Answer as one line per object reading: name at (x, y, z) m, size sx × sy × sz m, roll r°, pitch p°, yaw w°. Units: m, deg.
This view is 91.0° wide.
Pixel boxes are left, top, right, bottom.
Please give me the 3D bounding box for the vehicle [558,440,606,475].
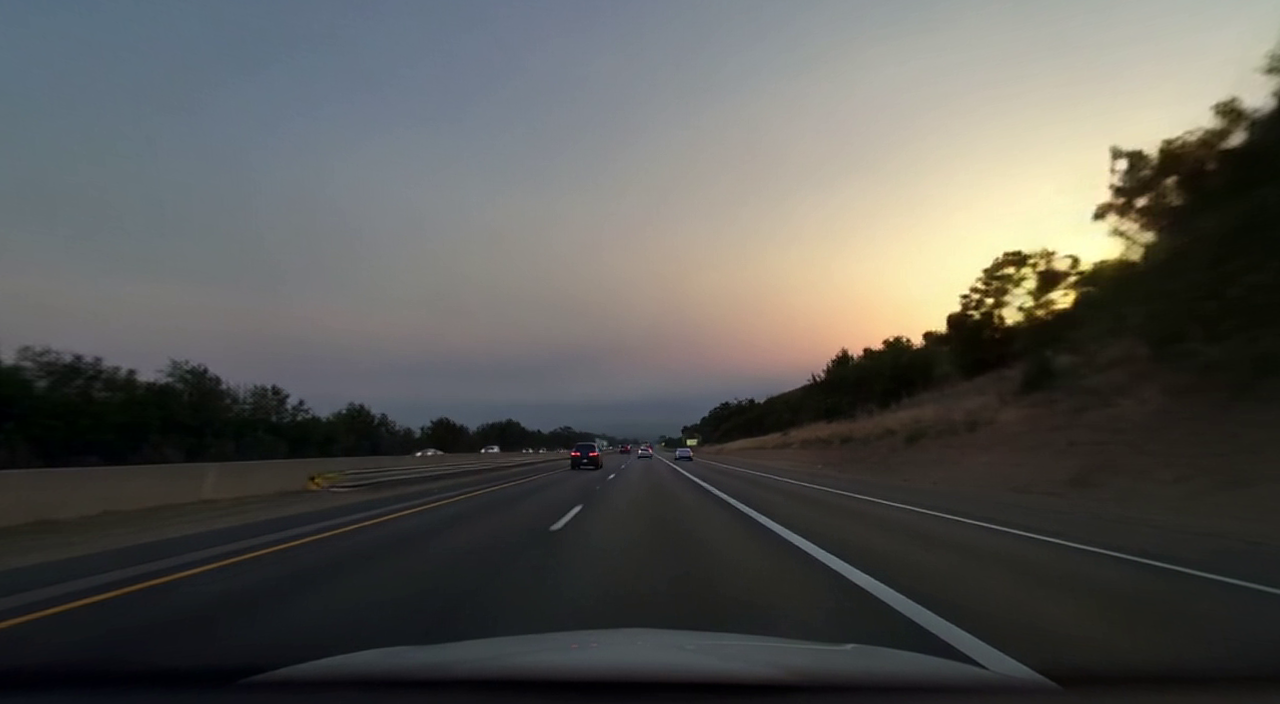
vehicle at (-3.019, 5.564, 33.513) m, size 2.070 × 1.707 × 4.309 m, roll 0°, pitch -9°, yaw 1°
